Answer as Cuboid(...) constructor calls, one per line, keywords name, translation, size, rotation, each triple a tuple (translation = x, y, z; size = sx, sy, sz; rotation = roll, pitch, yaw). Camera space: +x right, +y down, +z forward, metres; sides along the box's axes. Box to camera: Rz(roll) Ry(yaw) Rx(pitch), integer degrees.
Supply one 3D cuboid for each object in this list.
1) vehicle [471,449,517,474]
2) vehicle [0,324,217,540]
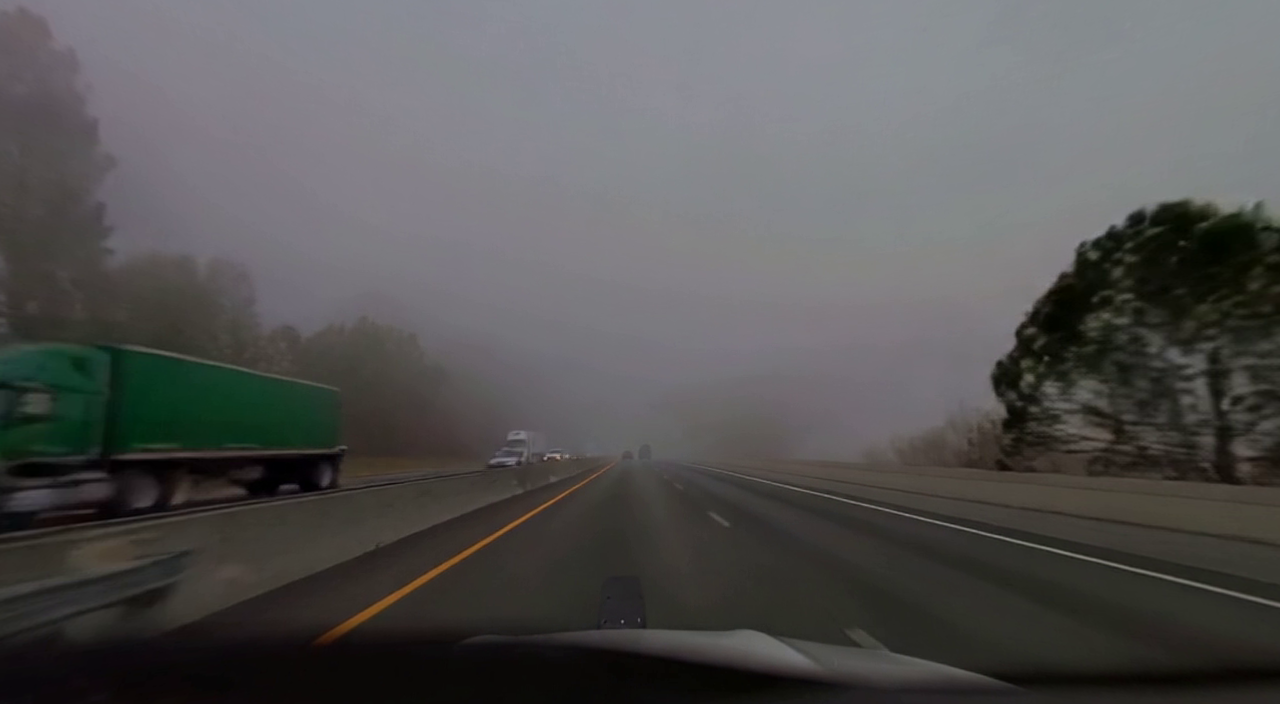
Cuboid(name="vehicle", translation=(-9.526, 7.169, 41.509), size=(2.010, 1.530, 4.354), rotation=(0, -9, -1))
Cuboid(name="vehicle", translation=(-13.374, 1.908, 14.529), size=(3.016, 4.009, 5.868), rotation=(0, -9, -1))
